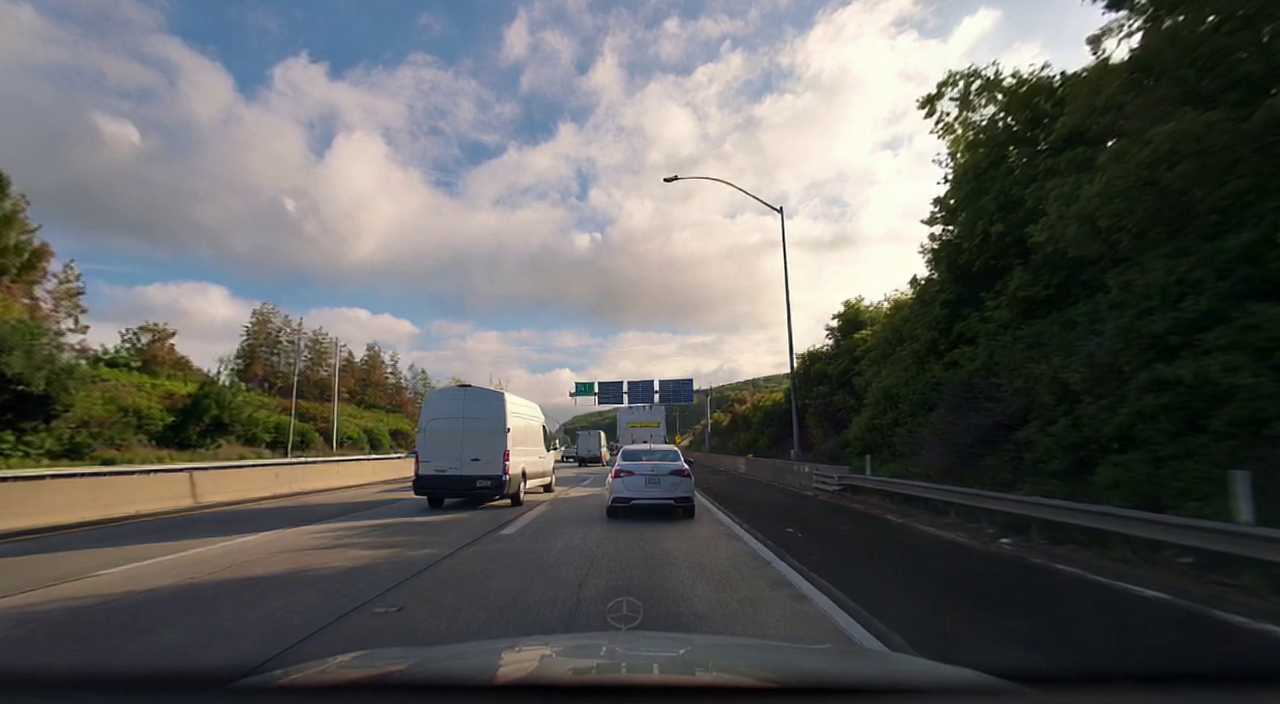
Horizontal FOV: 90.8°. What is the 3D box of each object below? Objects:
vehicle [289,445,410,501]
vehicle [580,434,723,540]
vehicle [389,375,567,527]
[{"bbox_3d":[-8.524,3.546,18.869,1.876,1.482,3.539,0,-9,1],"label":"vehicle"},{"bbox_3d":[0.143,2.226,10.940,2.063,1.507,3.488,0,-9,-1],"label":"vehicle"},{"bbox_3d":[-3.329,2.303,14.873,2.289,2.757,6.726,0,-9,1],"label":"vehicle"}]
